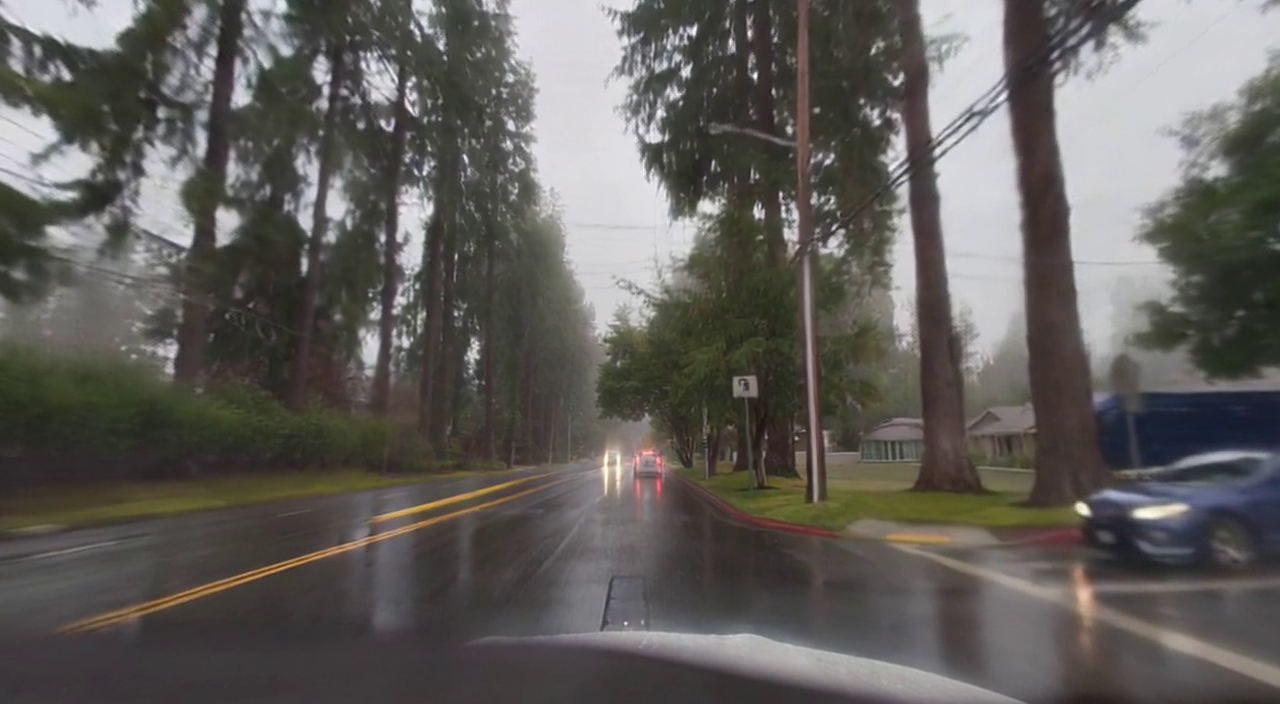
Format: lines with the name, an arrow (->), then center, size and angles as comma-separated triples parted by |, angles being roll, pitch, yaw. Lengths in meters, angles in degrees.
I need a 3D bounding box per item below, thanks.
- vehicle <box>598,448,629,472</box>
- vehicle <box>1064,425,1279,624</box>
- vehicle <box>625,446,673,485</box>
vehicle -> -2.017, 8.411, 49.103 | 2.157, 1.765, 4.303 | 0, -9, 2
vehicle -> 6.759, 1.419, 5.606 | 4.543, 1.472, 1.830 | 0, -9, 3
vehicle -> 0.433, 5.378, 30.178 | 2.120, 1.718, 3.909 | 0, -9, 1
